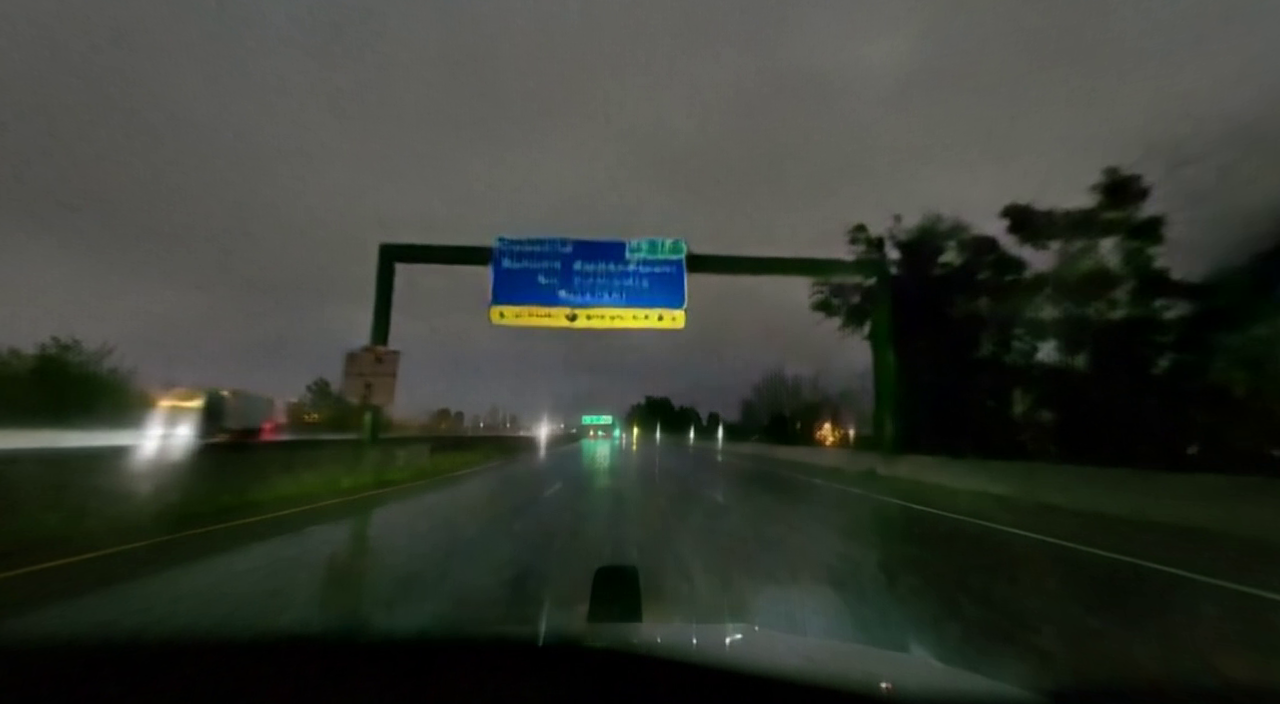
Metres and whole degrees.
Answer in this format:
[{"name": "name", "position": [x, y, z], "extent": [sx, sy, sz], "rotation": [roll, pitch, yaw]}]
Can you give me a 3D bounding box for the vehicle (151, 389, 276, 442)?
[{"name": "vehicle", "position": [-26.795, 4.181, 40.167], "extent": [2.725, 2.979, 7.785], "rotation": [0, -8, -3]}]
